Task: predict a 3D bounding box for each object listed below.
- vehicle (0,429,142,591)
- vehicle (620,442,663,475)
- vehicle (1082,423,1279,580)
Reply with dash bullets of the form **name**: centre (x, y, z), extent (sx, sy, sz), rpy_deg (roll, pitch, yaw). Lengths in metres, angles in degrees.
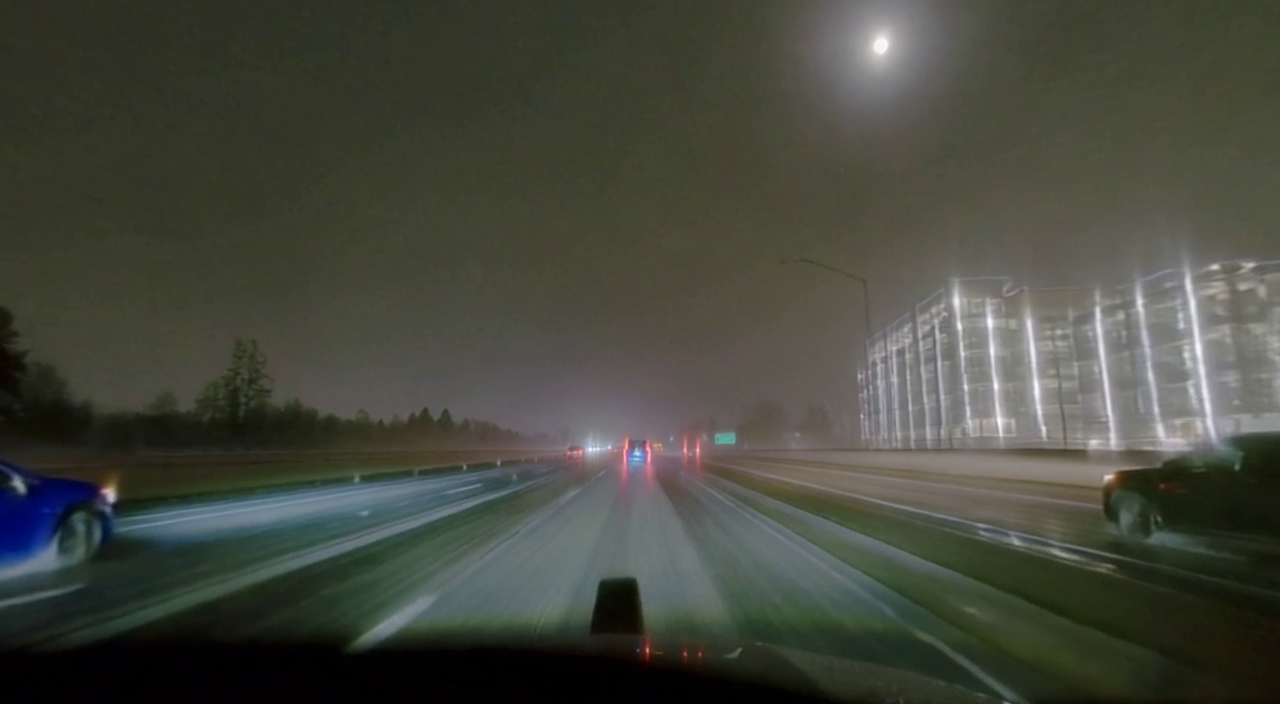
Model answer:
- **vehicle**: centre (-6.873, 1.372, 5.223), extent (1.978, 1.477, 4.239), rpy_deg (0, -8, 0)
- **vehicle**: centre (0.084, 5.261, 31.438), extent (2.036, 1.542, 3.891), rpy_deg (0, -8, 0)
- **vehicle**: centre (7.133, 1.478, 6.310), extent (1.937, 1.498, 4.710), rpy_deg (0, -8, -1)
